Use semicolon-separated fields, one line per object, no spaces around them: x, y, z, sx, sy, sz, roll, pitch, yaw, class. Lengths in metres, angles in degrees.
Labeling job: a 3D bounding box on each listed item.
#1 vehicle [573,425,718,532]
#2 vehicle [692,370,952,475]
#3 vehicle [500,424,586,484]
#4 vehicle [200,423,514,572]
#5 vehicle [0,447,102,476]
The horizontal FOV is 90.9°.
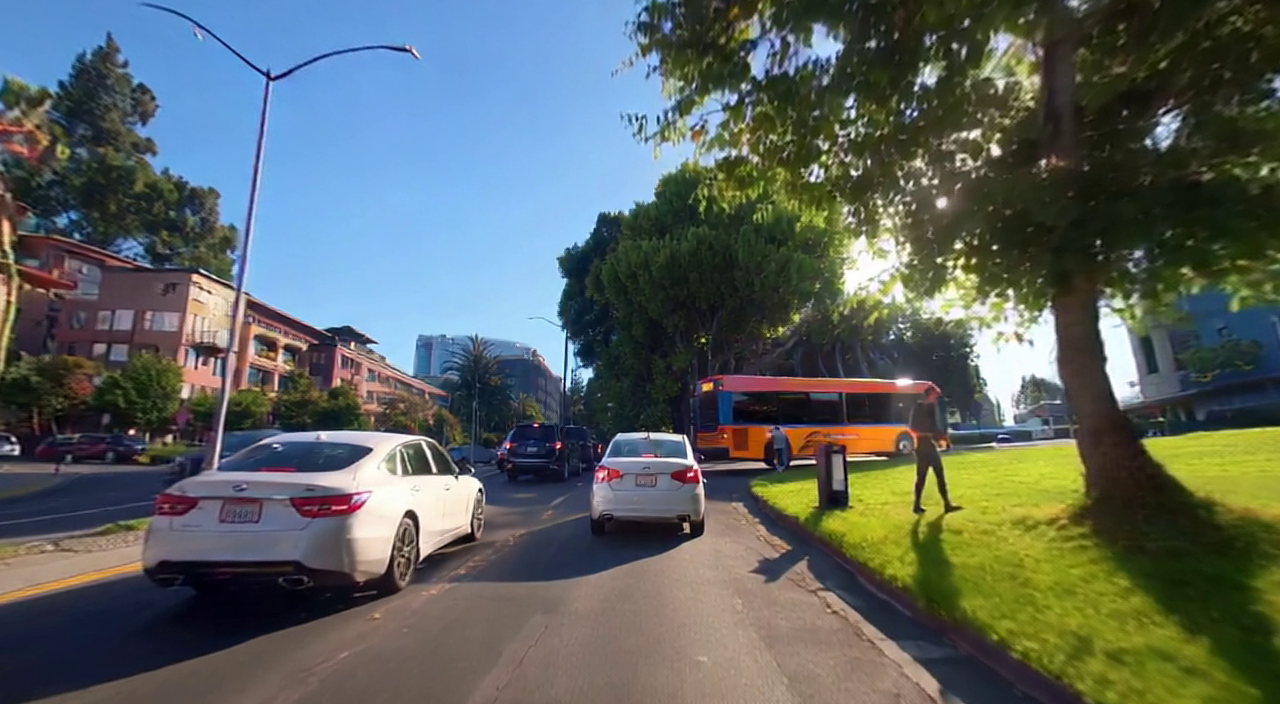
0.136;2.054;10.826;2.020;1.478;3.922;0;-8;2;vehicle
6.960;2.694;23.503;9.977;3.303;2.948;4;-9;-28;vehicle
-3.101;3.370;21.168;2.017;1.761;4.572;0;-8;2;vehicle
-3.351;1.797;8.703;1.953;1.480;4.522;-1;-8;5;vehicle
-32.161;5.877;34.127;4.473;1.442;1.743;6;-11;-39;vehicle
